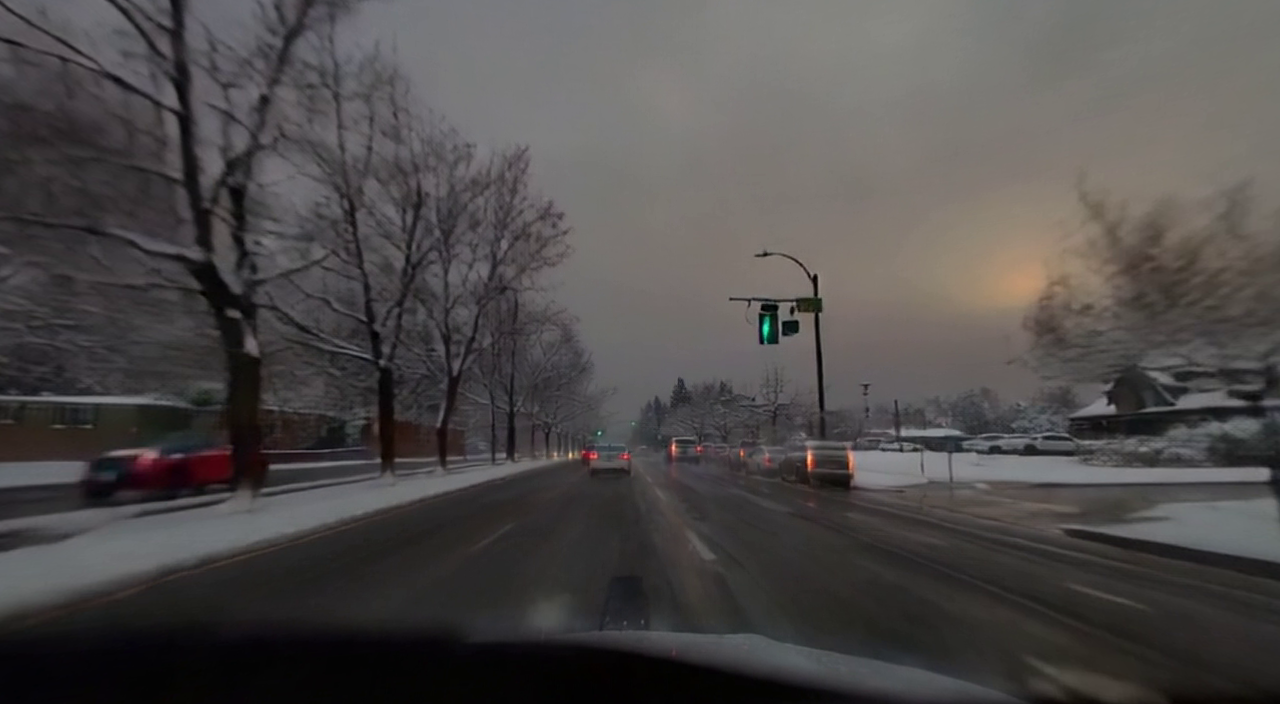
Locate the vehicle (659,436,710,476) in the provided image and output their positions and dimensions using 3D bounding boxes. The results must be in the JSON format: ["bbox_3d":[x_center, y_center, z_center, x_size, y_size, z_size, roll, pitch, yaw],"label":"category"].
[{"bbox_3d":[2.087,5.053,30.911,2.073,1.822,4.276,0,-8,-2],"label":"vehicle"}]

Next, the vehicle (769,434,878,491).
[{"bbox_3d":[6.565,4.069,23.344,2.184,1.786,5.497,2,-10,-3],"label":"vehicle"}]

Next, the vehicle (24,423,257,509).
[{"bbox_3d":[-12.339,2.832,16.153,2.097,1.826,4.812,0,-8,-2],"label":"vehicle"}]

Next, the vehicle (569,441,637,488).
[{"bbox_3d":[-1.248,3.911,22.207,2.140,1.474,4.026,0,-8,-2],"label":"vehicle"}]
